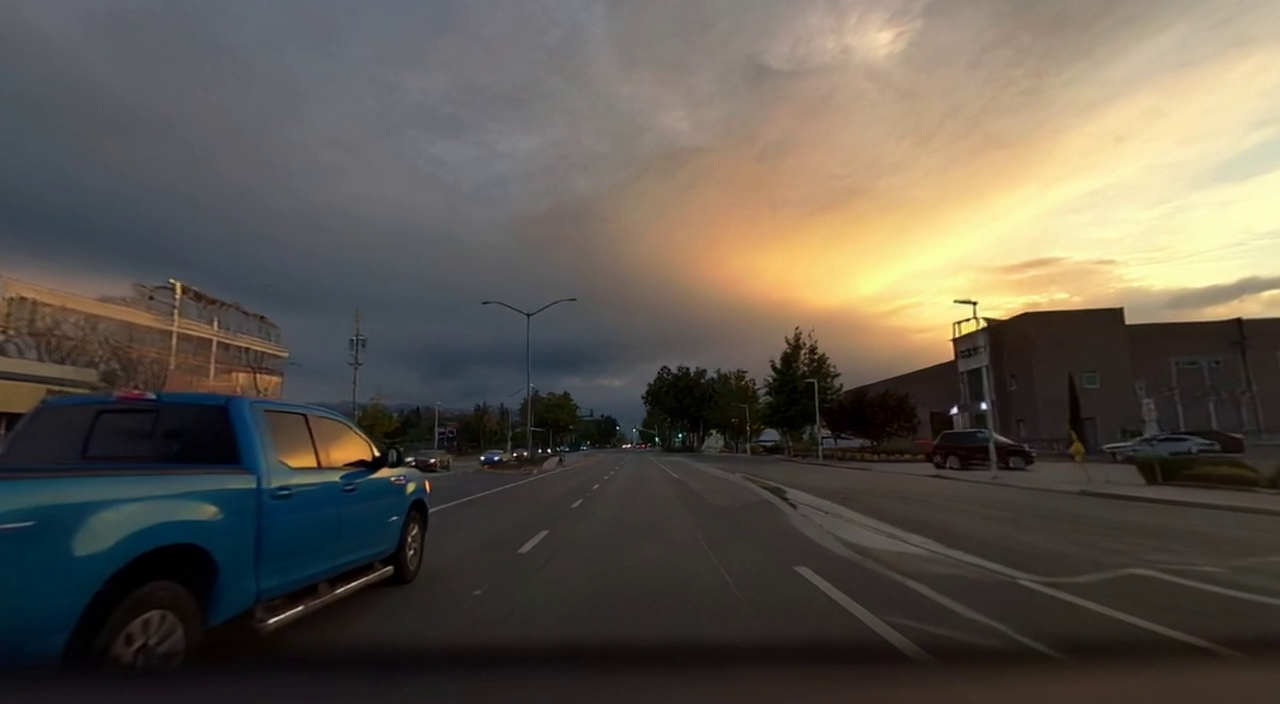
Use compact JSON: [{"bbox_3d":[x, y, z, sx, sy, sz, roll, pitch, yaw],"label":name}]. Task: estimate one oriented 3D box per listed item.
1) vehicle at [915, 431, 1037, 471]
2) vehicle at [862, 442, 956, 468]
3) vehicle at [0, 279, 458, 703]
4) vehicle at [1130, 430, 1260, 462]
[{"bbox_3d":[15.310,4.563,28.863,4.332,1.744,2.115,1,-11,-4],"label":"vehicle"},{"bbox_3d":[15.445,5.922,36.316,4.582,1.432,1.822,0,-8,2],"label":"vehicle"},{"bbox_3d":[-2.973,0.978,3.876,2.065,1.790,5.417,0,-9,0],"label":"vehicle"},{"bbox_3d":[27.441,4.670,31.233,4.604,1.487,1.911,0,-9,0],"label":"vehicle"}]
